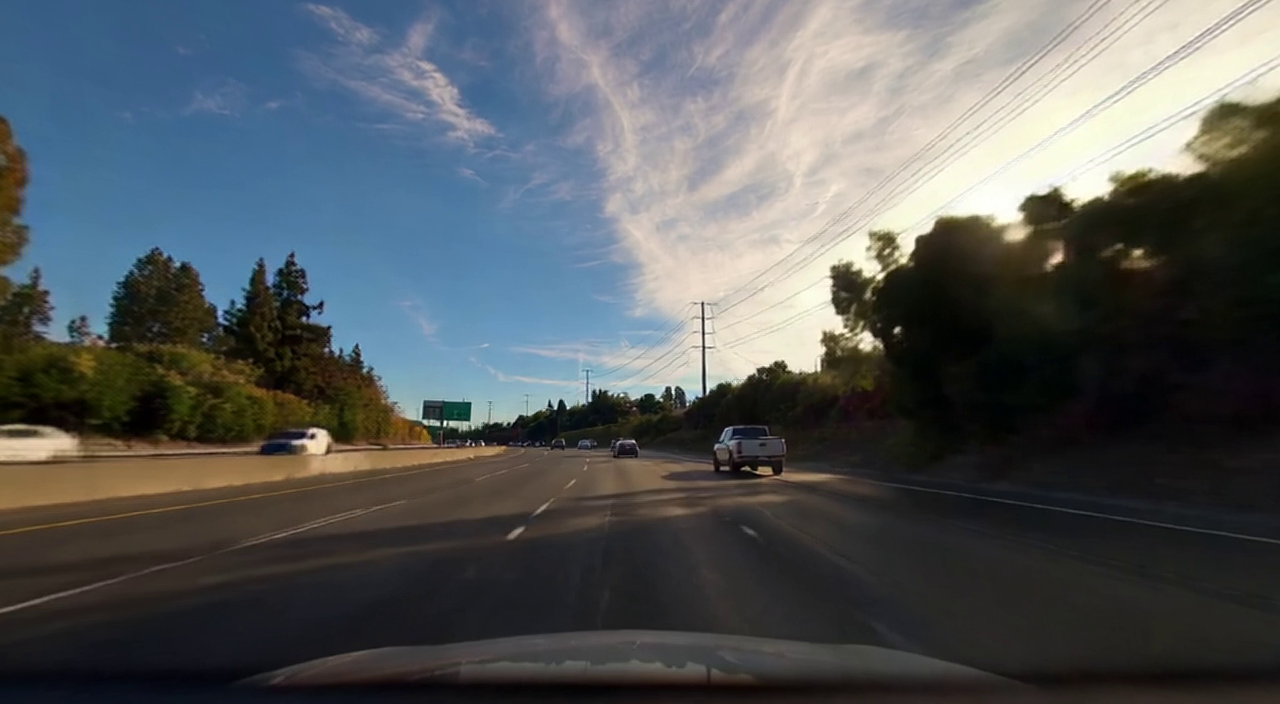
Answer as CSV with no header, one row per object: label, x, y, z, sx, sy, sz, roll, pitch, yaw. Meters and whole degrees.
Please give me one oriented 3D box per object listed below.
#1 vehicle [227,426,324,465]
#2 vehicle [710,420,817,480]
vehicle,-19.172,4.959,33.574,2.184,1.870,5.387,1,-8,-4
vehicle,4.582,3.809,24.688,2.504,2.033,5.979,1,-8,-5
